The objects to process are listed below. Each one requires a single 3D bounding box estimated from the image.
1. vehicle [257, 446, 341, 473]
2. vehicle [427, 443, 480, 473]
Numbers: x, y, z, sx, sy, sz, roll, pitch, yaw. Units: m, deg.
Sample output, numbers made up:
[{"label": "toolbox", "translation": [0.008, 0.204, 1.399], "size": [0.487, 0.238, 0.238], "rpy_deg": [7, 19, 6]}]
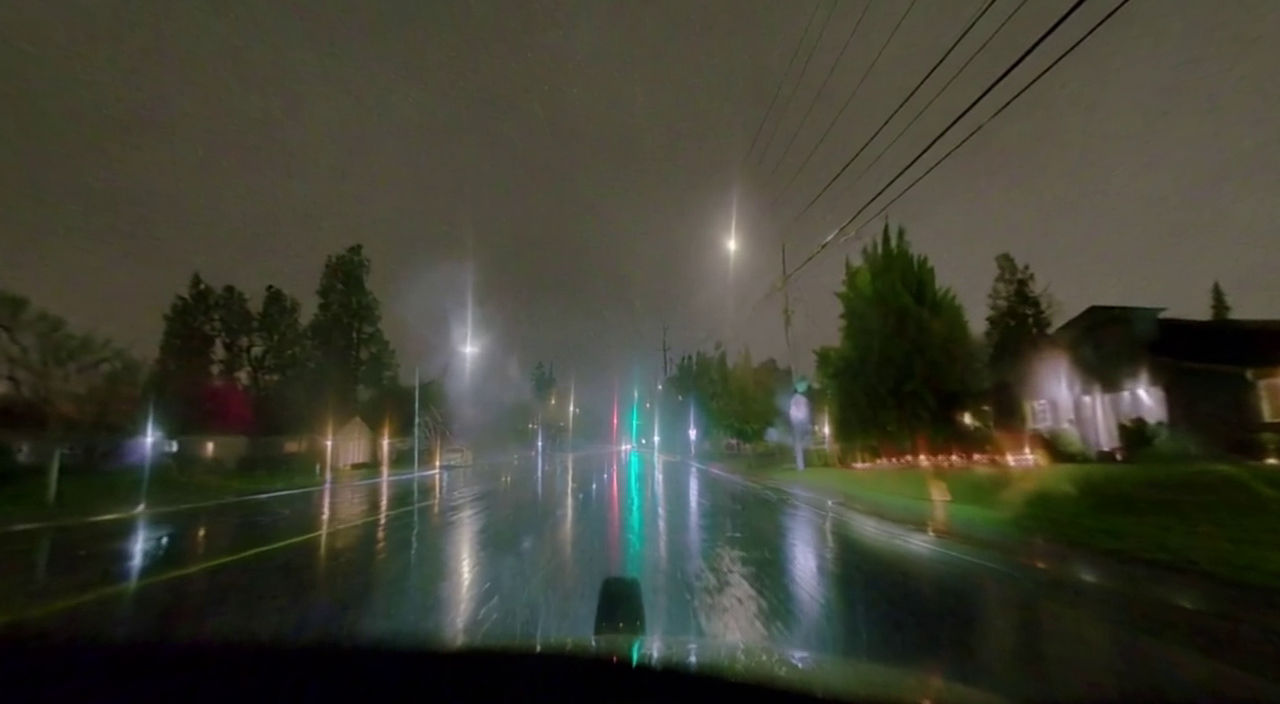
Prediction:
[{"label": "vehicle", "translation": [-22.646, 7.155, 42.058], "size": [4.514, 1.711, 1.855], "rpy_deg": [0, -8, 0]}, {"label": "vehicle", "translation": [-14.406, 8.199, 49.232], "size": [2.324, 2.216, 5.998], "rpy_deg": [0, -8, 0]}]
